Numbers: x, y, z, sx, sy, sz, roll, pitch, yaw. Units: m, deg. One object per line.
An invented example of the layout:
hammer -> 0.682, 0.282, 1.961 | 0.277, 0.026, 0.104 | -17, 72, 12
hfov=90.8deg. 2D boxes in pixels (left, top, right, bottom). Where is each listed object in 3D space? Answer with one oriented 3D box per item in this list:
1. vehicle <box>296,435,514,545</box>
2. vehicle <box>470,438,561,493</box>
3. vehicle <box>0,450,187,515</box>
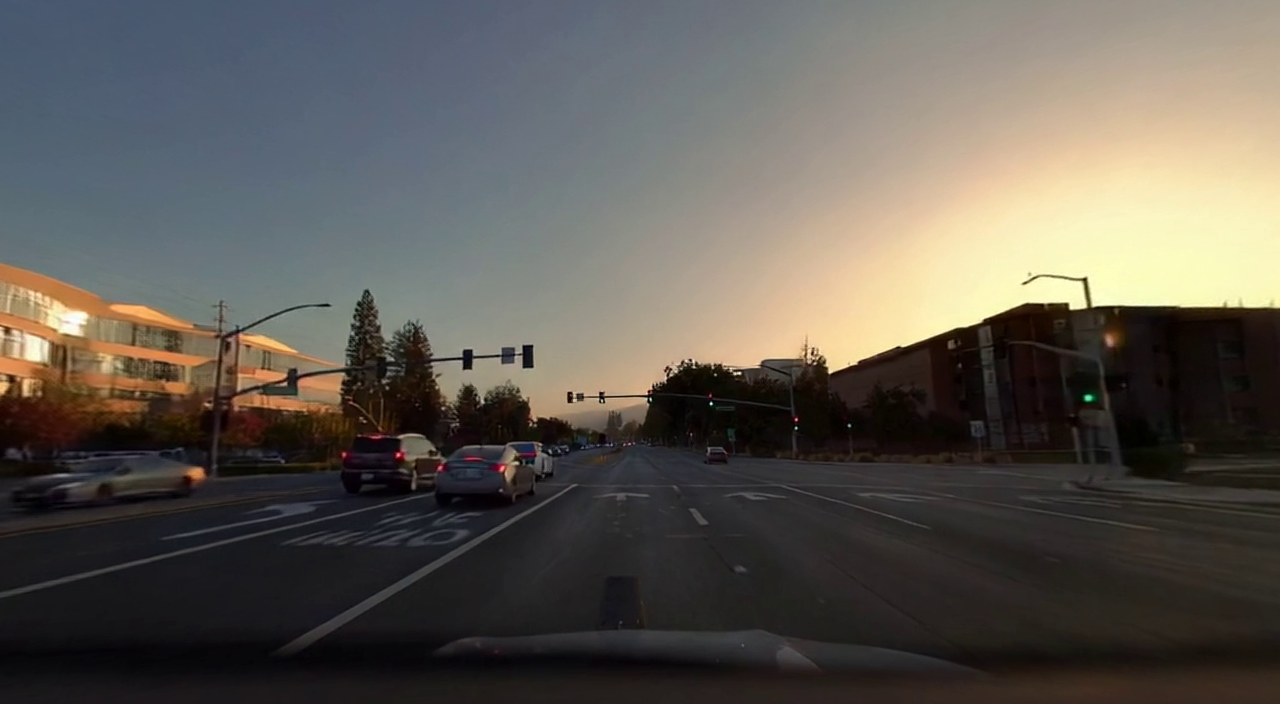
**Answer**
vehicle -> -3.662, 2.217, 10.926 | 2.018, 1.463, 4.603 | 0, -8, 0
vehicle -> -3.823, 3.564, 20.181 | 1.974, 1.538, 4.287 | 0, -8, 1
vehicle -> -15.753, 3.601, 18.024 | 1.971, 1.548, 4.907 | 0, -8, 1
